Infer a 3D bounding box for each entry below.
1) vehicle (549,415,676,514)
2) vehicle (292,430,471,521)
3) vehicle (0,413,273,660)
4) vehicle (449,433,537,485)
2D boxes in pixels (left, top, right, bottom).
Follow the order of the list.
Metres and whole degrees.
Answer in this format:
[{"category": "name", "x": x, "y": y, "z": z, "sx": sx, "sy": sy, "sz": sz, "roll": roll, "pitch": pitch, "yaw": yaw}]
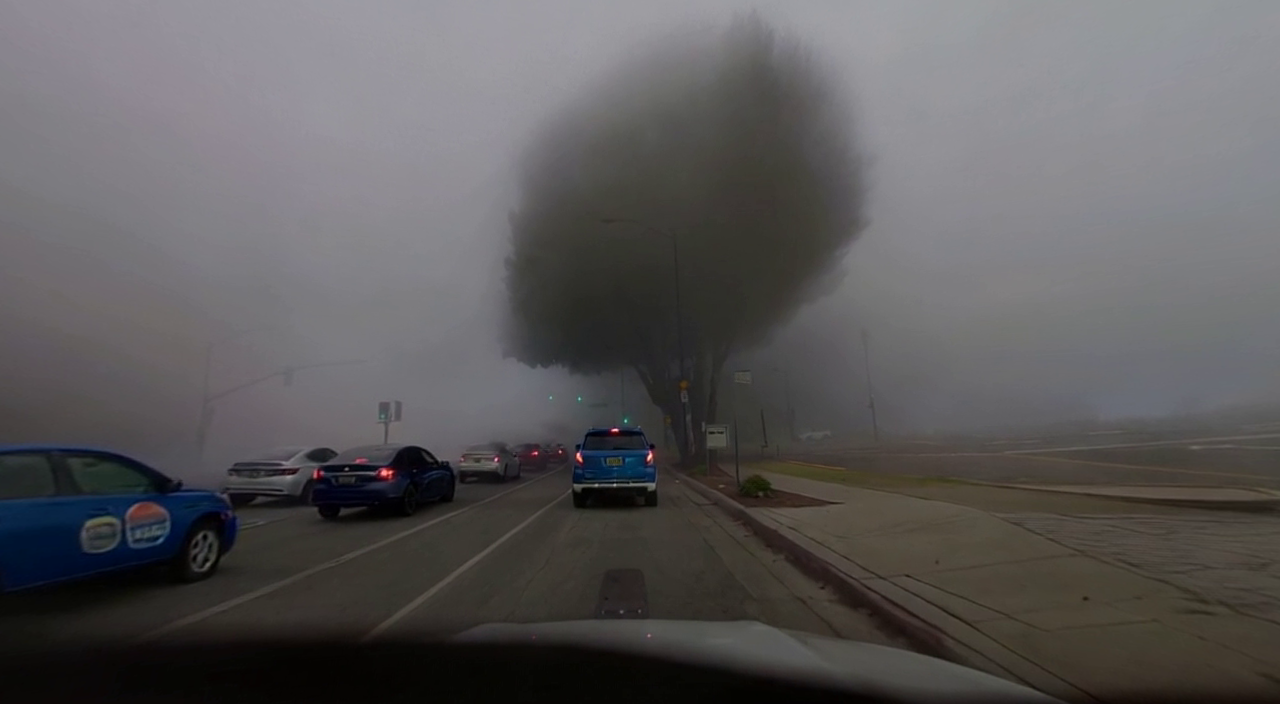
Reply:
[{"category": "vehicle", "x": -0.573, "y": 2.435, "z": 14.085, "sx": 2.368, "sy": 1.829, "sz": 4.293, "roll": 0, "pitch": -9, "yaw": -2}, {"category": "vehicle", "x": -5.407, "y": 2.629, "z": 14.017, "sx": 2.010, "sy": 1.674, "sz": 4.484, "roll": 0, "pitch": -9, "yaw": 1}, {"category": "vehicle", "x": -5.277, "y": 1.368, "z": 5.150, "sx": 2.069, "sy": 1.616, "sz": 4.108, "roll": 0, "pitch": -9, "yaw": 0}, {"category": "vehicle", "x": -5.413, "y": 4.021, "z": 24.009, "sx": 2.188, "sy": 1.774, "sz": 4.477, "roll": 0, "pitch": -9, "yaw": 1}]
